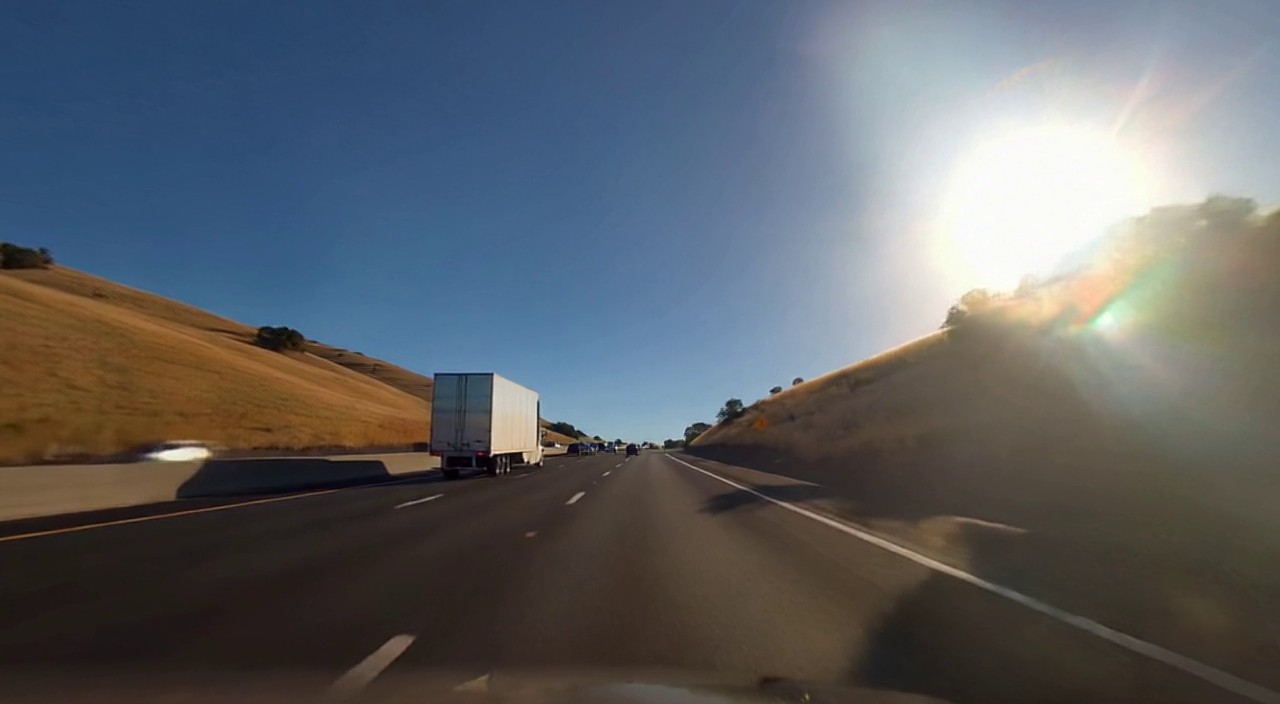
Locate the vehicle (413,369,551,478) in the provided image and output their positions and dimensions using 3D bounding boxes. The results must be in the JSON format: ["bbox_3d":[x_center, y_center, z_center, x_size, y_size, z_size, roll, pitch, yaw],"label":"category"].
[{"bbox_3d":[-6.353,3.326,27.716,2.981,3.860,11.022,0,-9,1],"label":"vehicle"}]
